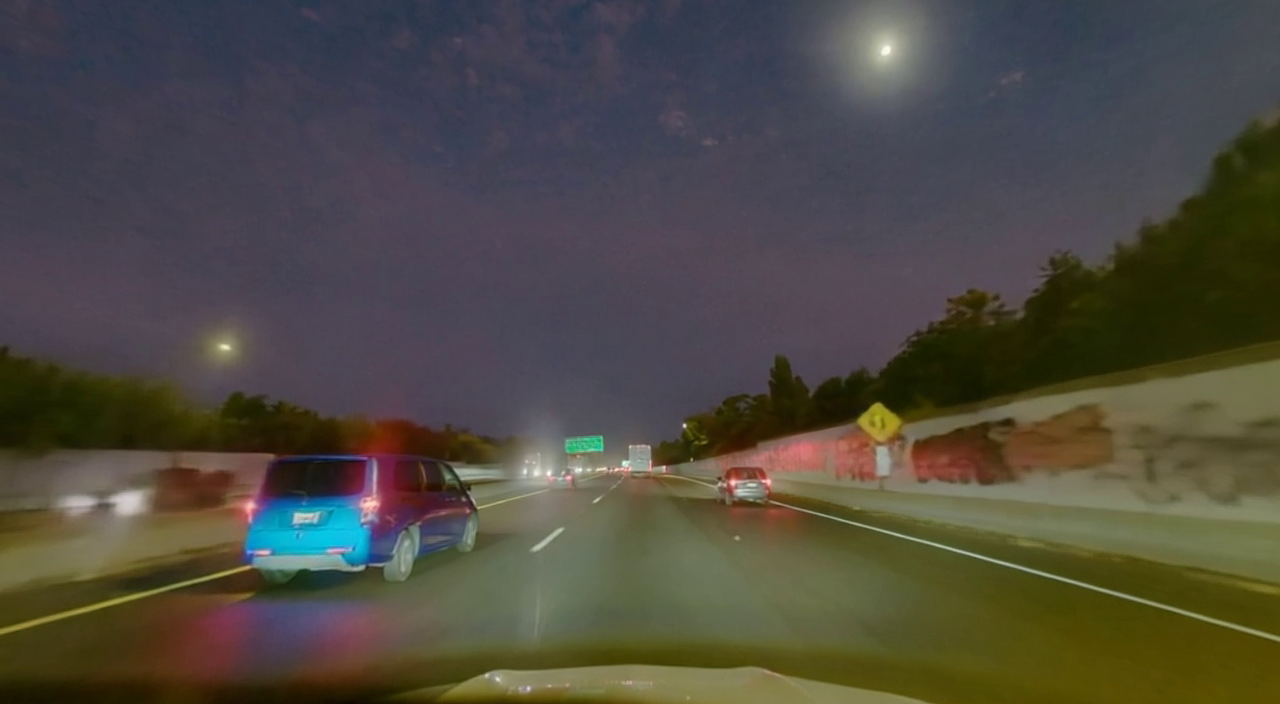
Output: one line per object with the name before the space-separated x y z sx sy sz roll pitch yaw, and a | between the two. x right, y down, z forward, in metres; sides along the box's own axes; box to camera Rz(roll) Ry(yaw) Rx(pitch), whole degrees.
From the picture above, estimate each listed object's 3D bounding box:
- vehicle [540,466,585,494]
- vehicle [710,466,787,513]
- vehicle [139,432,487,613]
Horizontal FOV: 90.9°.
vehicle | -4.397 7.332 36.281 2.054 1.443 4.131 1 -11 0
vehicle | 3.742 4.841 22.485 1.917 1.458 4.199 1 -11 -2
vehicle | -3.518 1.968 8.037 2.004 1.610 4.508 1 -11 0
